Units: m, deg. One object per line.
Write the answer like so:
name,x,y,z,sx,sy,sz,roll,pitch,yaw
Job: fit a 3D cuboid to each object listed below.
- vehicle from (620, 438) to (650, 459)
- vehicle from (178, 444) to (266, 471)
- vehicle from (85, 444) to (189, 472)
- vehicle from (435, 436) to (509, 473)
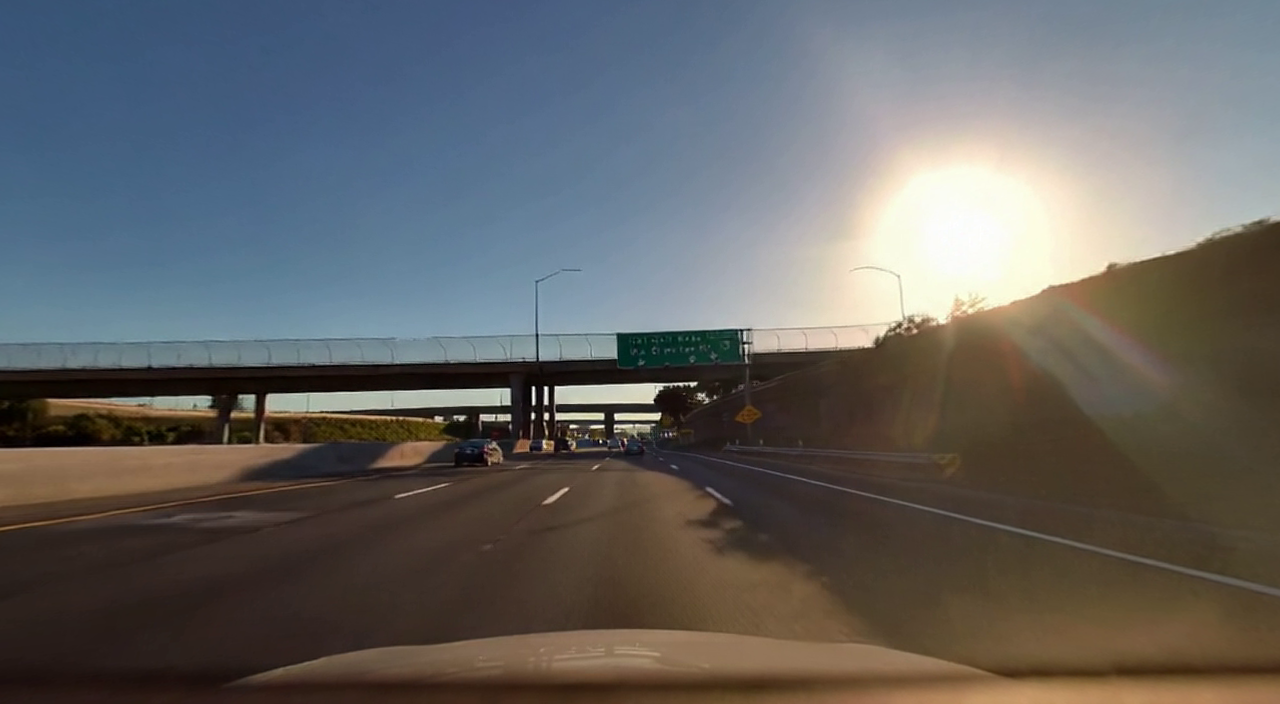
vehicle,-0.427,7.104,46.660,2.086,1.472,4.168,0,-8,-1
vehicle,-24.642,6.212,37.548,1.915,1.485,4.756,0,-8,0
vehicle,-28.354,5.973,35.914,1.989,1.490,4.769,0,-8,0
vehicle,-7.322,4.506,28.135,1.994,1.487,4.605,0,-8,0
